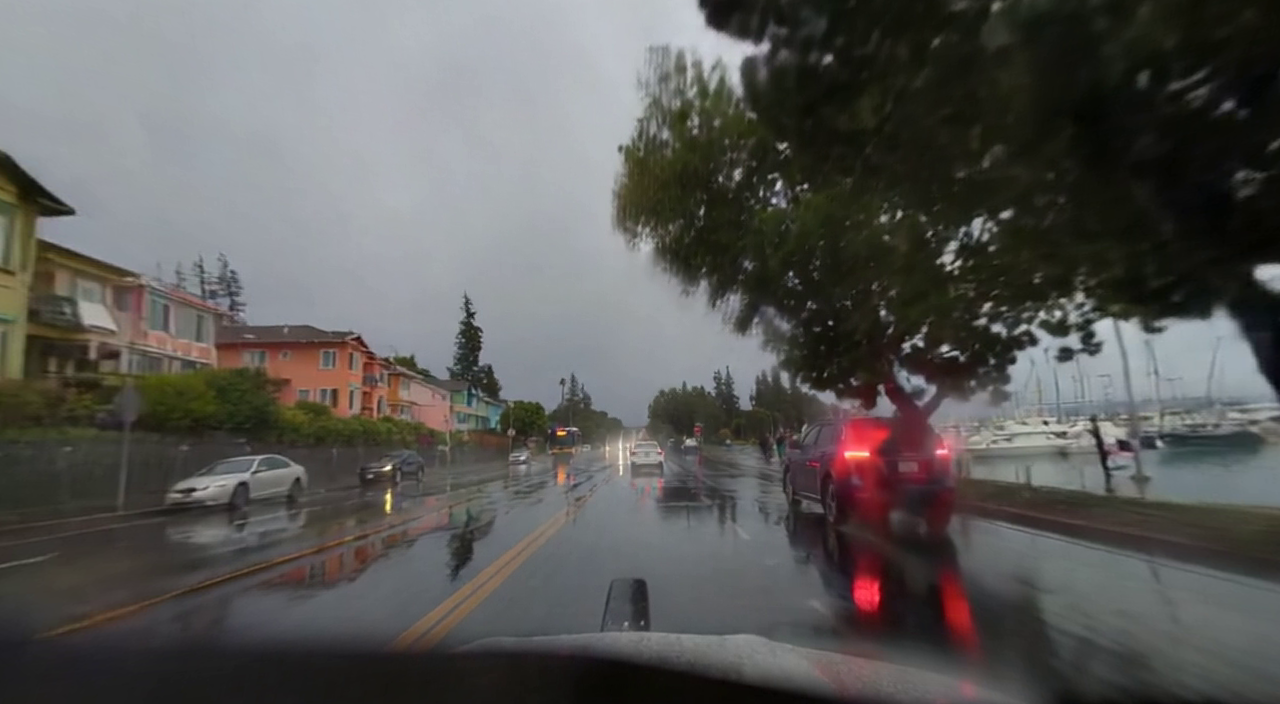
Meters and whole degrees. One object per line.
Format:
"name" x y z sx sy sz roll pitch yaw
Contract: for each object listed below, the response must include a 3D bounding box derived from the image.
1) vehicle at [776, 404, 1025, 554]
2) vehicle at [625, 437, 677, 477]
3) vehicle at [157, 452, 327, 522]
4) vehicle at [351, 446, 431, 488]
"vehicle" 3.649 1.869 9.923 2.000 1.809 4.405 0 -8 0
"vehicle" 0.436 4.612 27.895 2.132 1.632 3.838 0 -8 0
"vehicle" -10.340 3.485 16.810 2.025 1.465 3.959 -2 -8 -1
"vehicle" -10.259 4.733 26.324 1.701 1.528 3.881 -1 -7 1
